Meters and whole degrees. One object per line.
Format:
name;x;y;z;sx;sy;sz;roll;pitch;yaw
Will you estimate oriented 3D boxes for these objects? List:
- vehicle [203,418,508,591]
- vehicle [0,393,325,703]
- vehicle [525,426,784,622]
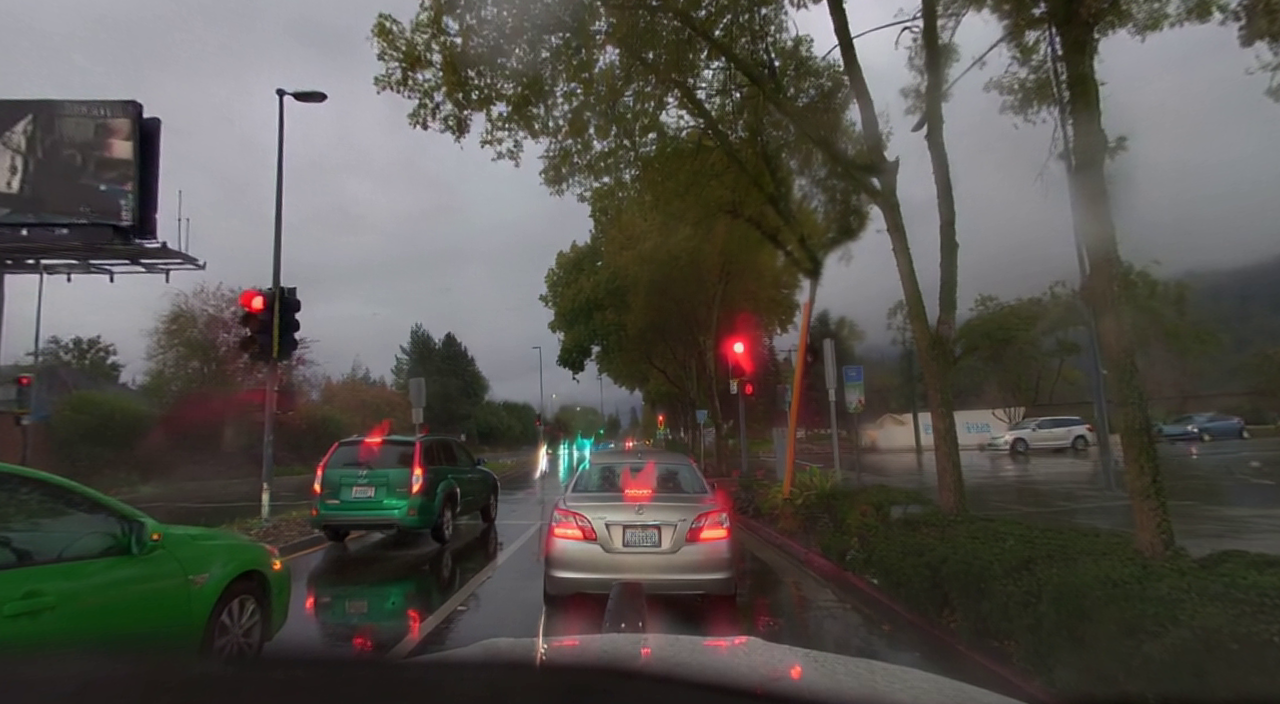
vehicle;-3.160;1.782;8.143;1.950;1.628;4.082;-1;-9;1
vehicle;-3.150;0.954;2.429;1.808;1.520;3.846;-1;-9;1
vehicle;0.046;1.584;6.628;1.977;1.467;3.474;0;-9;-2
